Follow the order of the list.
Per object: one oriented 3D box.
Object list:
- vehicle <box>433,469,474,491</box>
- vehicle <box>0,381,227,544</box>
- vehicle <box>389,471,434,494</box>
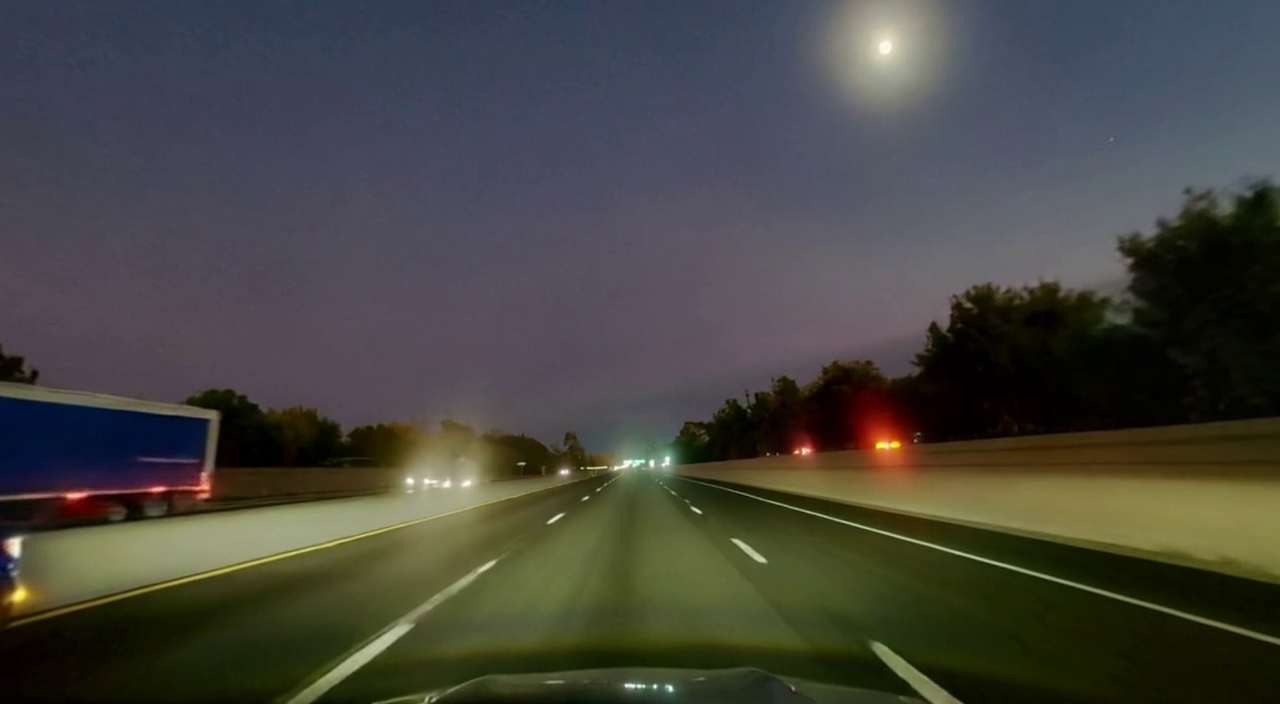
[{"bbox_3d":[-13.323,9.186,45.266,1.776,1.460,3.883,1,-10,0],"label":"vehicle"},{"bbox_3d":[-17.662,3.056,17.412,2.890,4.047,14.234,1,-10,0],"label":"vehicle"},{"bbox_3d":[-16.793,9.601,46.497,1.847,1.527,4.084,1,-10,-1],"label":"vehicle"}]
